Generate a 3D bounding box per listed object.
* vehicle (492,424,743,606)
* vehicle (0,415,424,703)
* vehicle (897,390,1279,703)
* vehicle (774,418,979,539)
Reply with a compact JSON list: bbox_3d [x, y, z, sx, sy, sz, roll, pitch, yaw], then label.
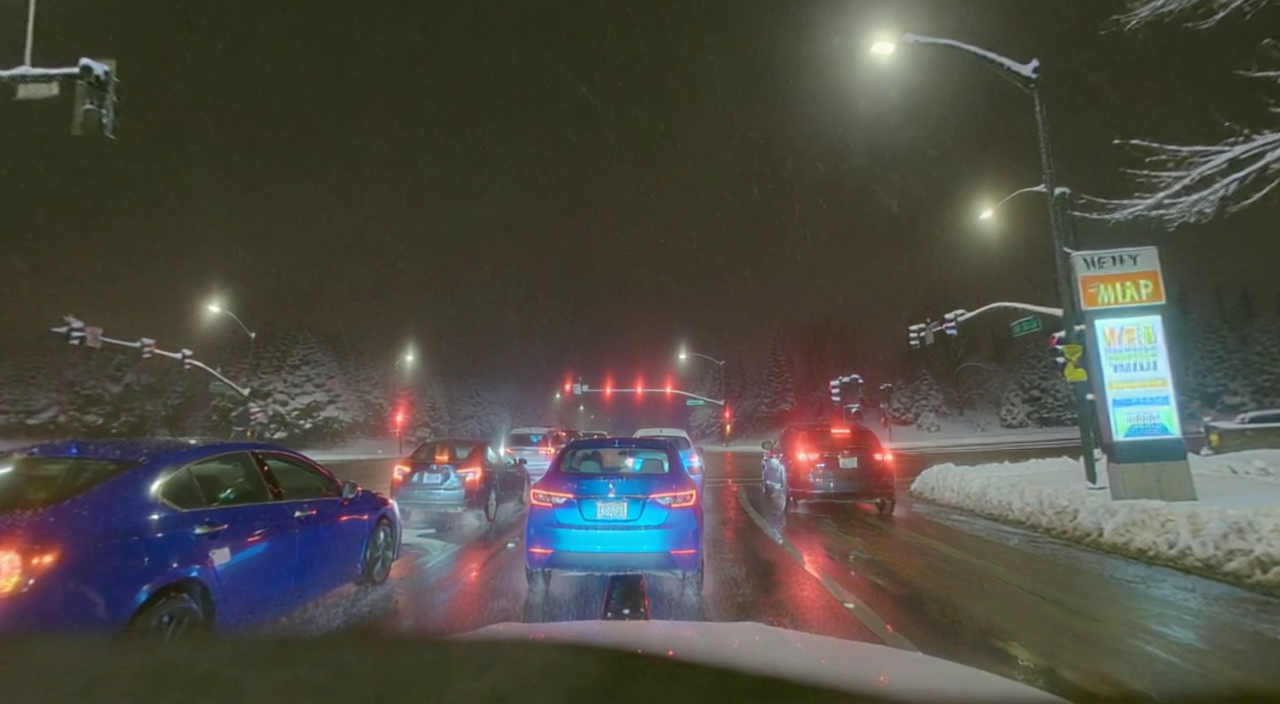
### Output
[{"bbox_3d":[-0.170,1.637,7.234,2.059,1.477,3.988,0,-8,0],"label":"vehicle"},{"bbox_3d":[-3.403,1.307,4.749,1.980,1.454,4.226,0,-8,1],"label":"vehicle"},{"bbox_3d":[3.444,1.107,3.789,1.981,1.499,4.536,-1,-8,2],"label":"vehicle"},{"bbox_3d":[3.777,2.091,11.007,2.007,1.683,4.171,0,-8,1],"label":"vehicle"}]
